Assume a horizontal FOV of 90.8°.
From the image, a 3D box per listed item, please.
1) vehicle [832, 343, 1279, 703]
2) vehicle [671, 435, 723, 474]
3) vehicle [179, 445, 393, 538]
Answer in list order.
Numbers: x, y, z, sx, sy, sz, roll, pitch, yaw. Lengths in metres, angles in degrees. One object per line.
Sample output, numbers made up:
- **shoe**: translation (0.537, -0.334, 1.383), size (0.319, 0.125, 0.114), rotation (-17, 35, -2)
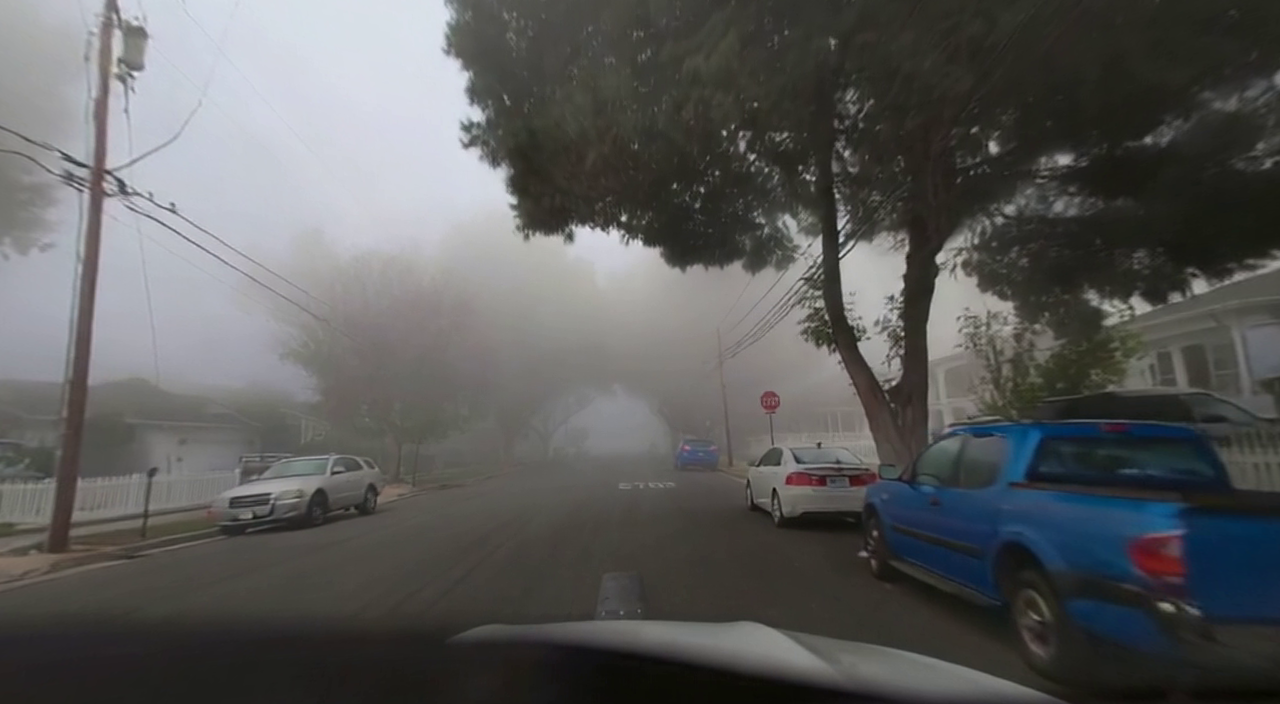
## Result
- **vehicle**: translation (3.262, 1.145, 4.715), size (2.080, 1.706, 4.449), rotation (0, -9, -3)
- **vehicle**: translation (2.767, 5.142, 31.976), size (2.126, 1.795, 4.751), rotation (0, -9, -1)
- **vehicle**: translation (-7.159, 2.812, 13.427), size (2.125, 1.623, 4.207), rotation (0, -9, -1)
